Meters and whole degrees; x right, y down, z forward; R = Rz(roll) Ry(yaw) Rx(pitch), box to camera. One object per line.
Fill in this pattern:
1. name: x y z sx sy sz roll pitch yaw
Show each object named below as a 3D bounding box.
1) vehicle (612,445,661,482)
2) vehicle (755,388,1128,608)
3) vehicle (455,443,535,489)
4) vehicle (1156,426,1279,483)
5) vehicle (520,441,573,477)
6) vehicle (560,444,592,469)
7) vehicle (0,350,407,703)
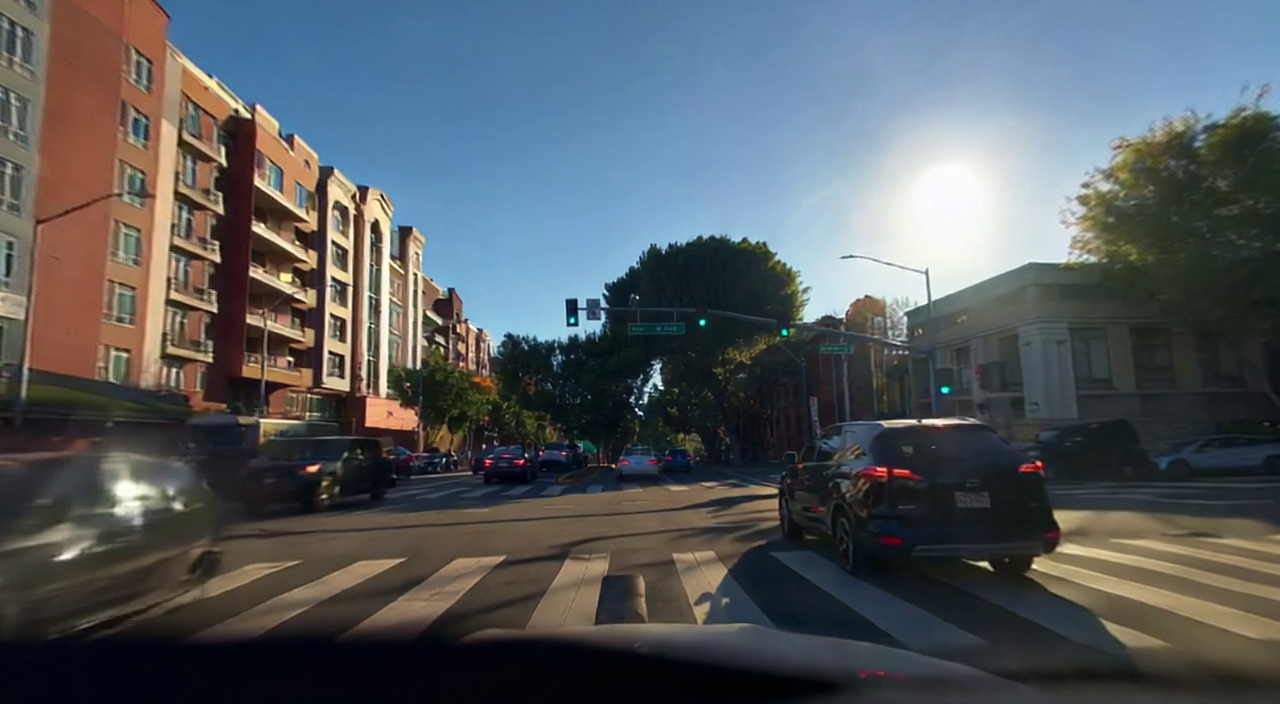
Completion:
1. vehicle: -0.176 4.921 28.280 2.059 1.492 4.033 0 -8 -1
2. vehicle: 3.019 1.584 7.838 2.129 1.844 4.767 0 -8 -2
3. vehicle: -5.638 4.489 25.187 2.062 1.532 4.830 -2 -9 0
4. vehicle: 17.784 2.883 17.989 4.440 1.504 2.216 1 -8 -7
5. vehicle: -5.102 5.877 35.081 2.275 1.816 4.923 0 -8 -1
6. vehicle: -4.953 8.102 49.358 2.009 1.837 5.590 0 -8 -1
7. vehicle: -3.550 1.246 5.178 2.031 1.873 4.581 1 -8 -7
